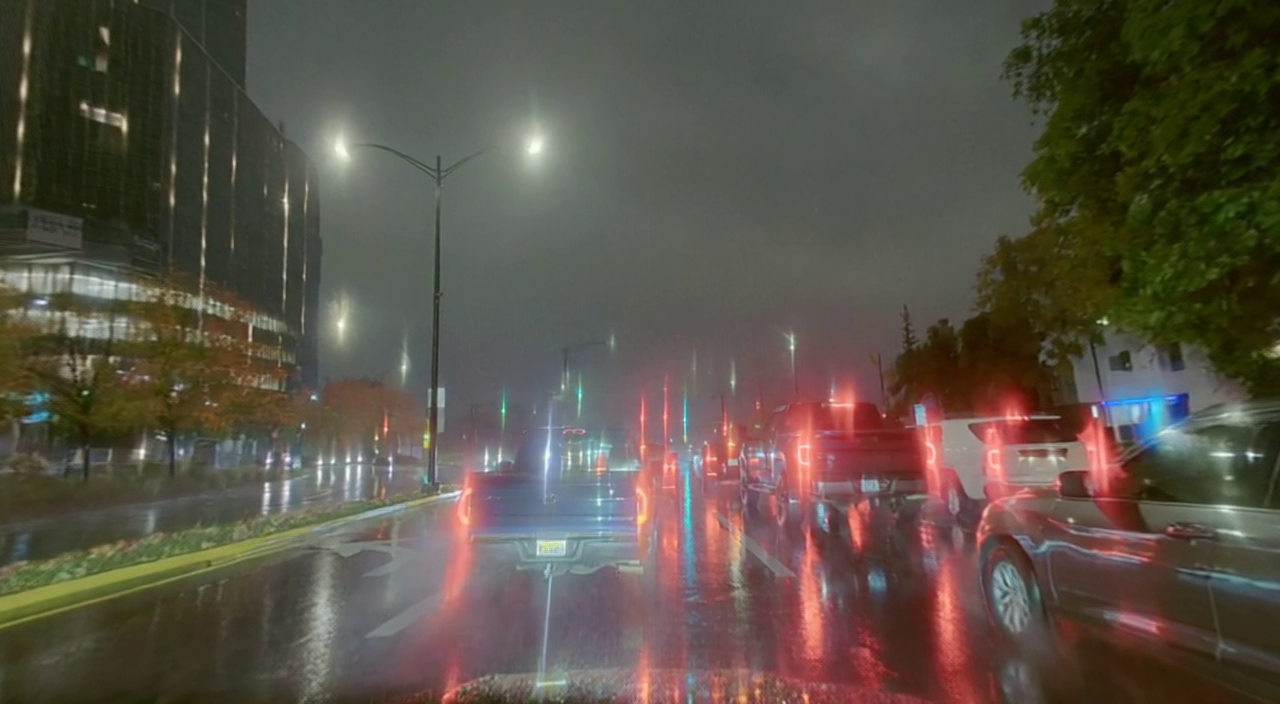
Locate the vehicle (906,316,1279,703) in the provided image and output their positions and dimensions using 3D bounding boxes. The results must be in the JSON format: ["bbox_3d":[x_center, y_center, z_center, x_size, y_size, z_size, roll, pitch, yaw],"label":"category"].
[{"bbox_3d":[3.158,0.829,2.621,2.024,1.723,4.714,0,-9,0],"label":"vehicle"}]

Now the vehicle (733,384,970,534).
[{"bbox_3d":[3.532,2.001,12.190,2.497,2.186,5.890,0,-9,0],"label":"vehicle"}]

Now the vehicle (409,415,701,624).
[{"bbox_3d":[-0.593,1.569,6.877,2.172,1.536,4.250,0,-9,1],"label":"vehicle"}]
